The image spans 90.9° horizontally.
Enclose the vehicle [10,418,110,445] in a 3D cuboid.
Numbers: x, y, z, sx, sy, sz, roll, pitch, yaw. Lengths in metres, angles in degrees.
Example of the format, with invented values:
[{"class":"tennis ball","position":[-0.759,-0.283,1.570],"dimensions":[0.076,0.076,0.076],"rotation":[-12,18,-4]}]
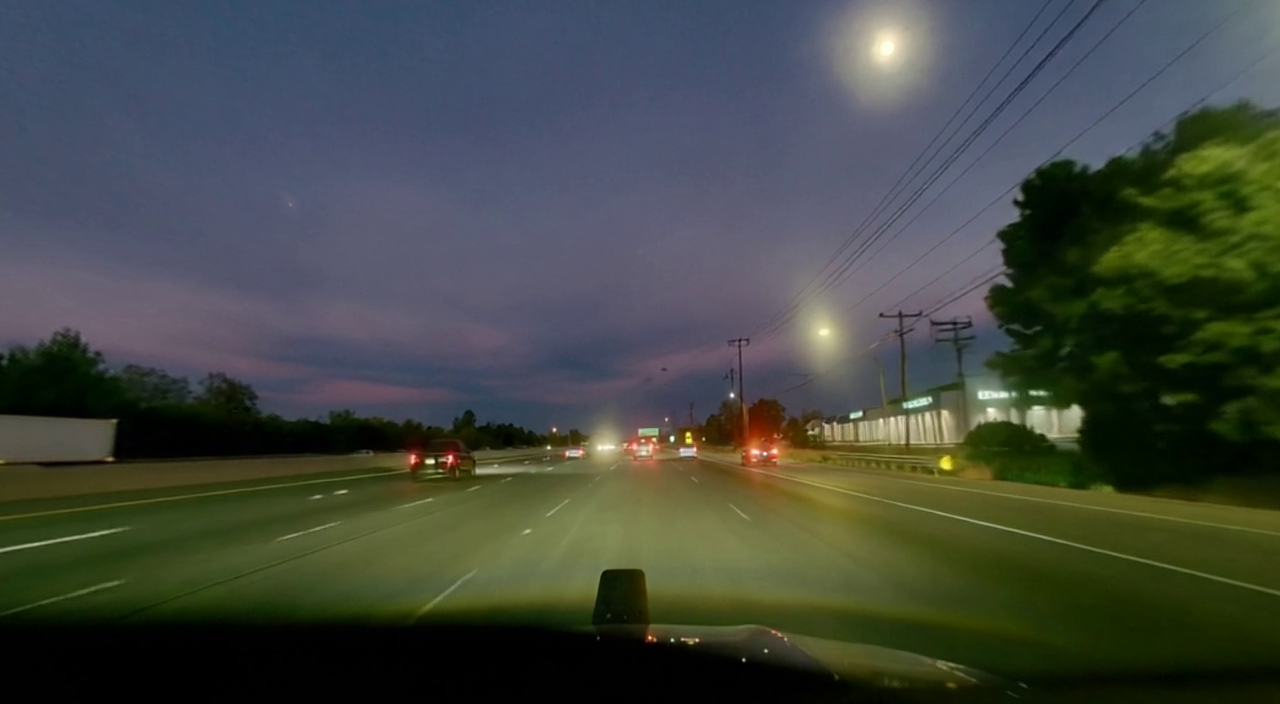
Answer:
[{"class":"vehicle","position":[-37.330,5.196,40.772],"dimensions":[1.919,1.651,4.773],"rotation":[0,-8,0]}]

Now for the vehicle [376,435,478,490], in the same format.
[{"class":"vehicle","position":[-7.349,3.832,22.279],"dimensions":[2.007,1.732,4.395],"rotation":[0,-8,0]}]

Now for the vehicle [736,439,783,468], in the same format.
[{"class":"vehicle","position":[7.291,6.242,38.941],"dimensions":[1.937,1.698,4.322],"rotation":[0,-8,-1]}]

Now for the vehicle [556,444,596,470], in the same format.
[{"class":"vehicle","position":[-3.788,6.304,38.082],"dimensions":[1.979,1.469,4.378],"rotation":[0,-8,0]}]

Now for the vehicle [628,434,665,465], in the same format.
[{"class":"vehicle","position":[0.425,7.358,47.841],"dimensions":[2.622,2.208,5.320],"rotation":[0,-8,-1]}]

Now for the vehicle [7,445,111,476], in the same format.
[{"class":"vehicle","position":[-37.343,6.953,40.687],"dimensions":[2.163,1.848,4.779],"rotation":[0,-8,-1]}]
